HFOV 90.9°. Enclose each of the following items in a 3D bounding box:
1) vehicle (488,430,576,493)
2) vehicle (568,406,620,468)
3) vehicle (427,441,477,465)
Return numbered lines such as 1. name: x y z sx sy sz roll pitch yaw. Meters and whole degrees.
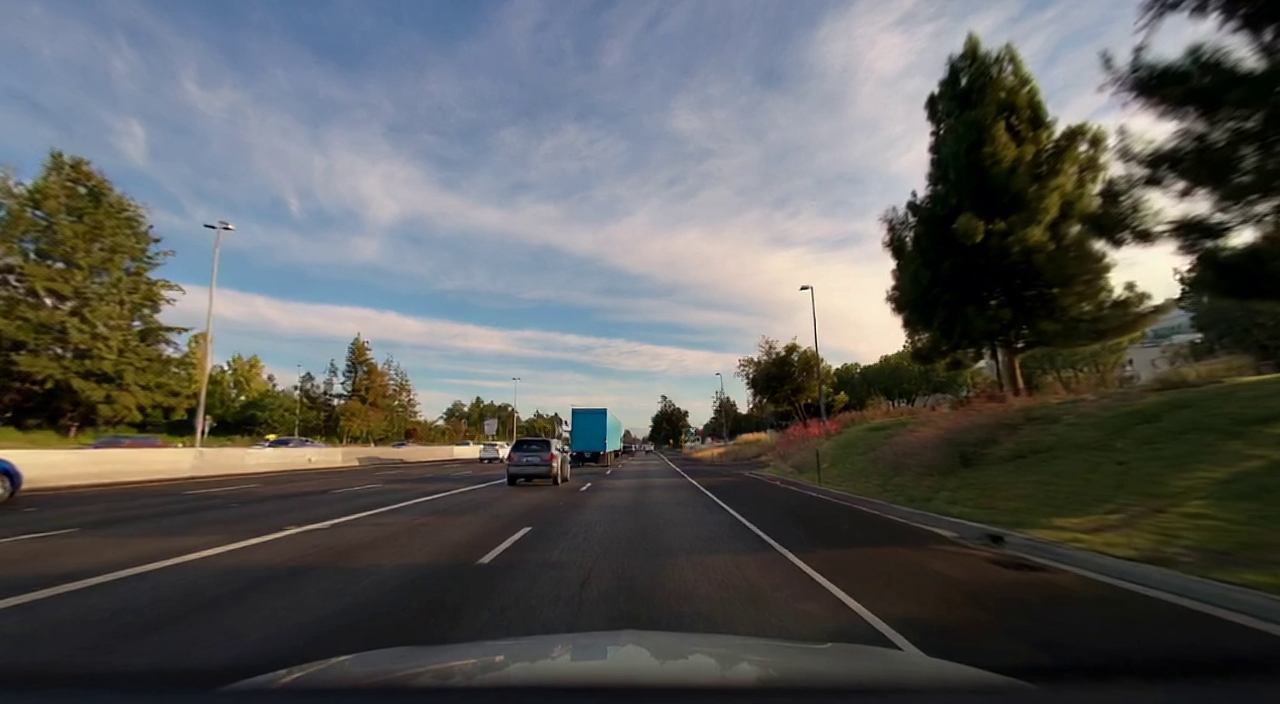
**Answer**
1. vehicle: -3.415 3.563 20.843 2.058 1.840 4.443 0 -8 1
2. vehicle: -3.288 6.605 48.488 2.905 4.037 12.921 0 -8 1
3. vehicle: -13.625 7.336 45.989 2.017 1.685 4.732 0 -8 1
